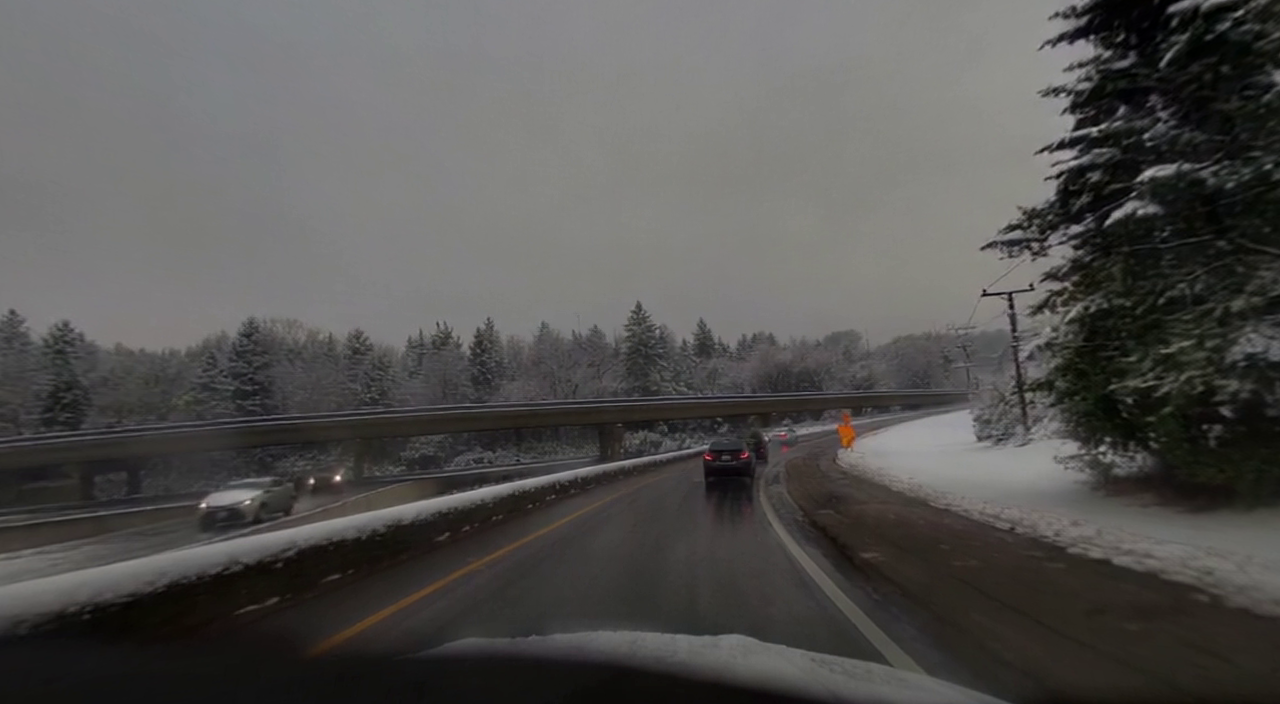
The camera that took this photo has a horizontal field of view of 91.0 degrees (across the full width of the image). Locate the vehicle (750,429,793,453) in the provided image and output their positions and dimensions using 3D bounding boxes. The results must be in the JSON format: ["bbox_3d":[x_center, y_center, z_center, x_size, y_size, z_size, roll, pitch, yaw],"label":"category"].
[{"bbox_3d":[8.635,5.853,41.165,2.078,1.474,4.165,-3,-9,20],"label":"vehicle"}]

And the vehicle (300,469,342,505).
[{"bbox_3d":[-17.196,7.227,33.992,1.879,1.449,4.002,-2,-7,-26],"label":"vehicle"}]

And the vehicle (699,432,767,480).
[{"bbox_3d":[3.356,3.604,22.048,2.091,1.482,4.321,-2,-8,11],"label":"vehicle"}]

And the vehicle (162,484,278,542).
[{"bbox_3d":[-13.905,5.290,21.126,1.781,1.443,3.939,1,-8,-11],"label":"vehicle"}]
